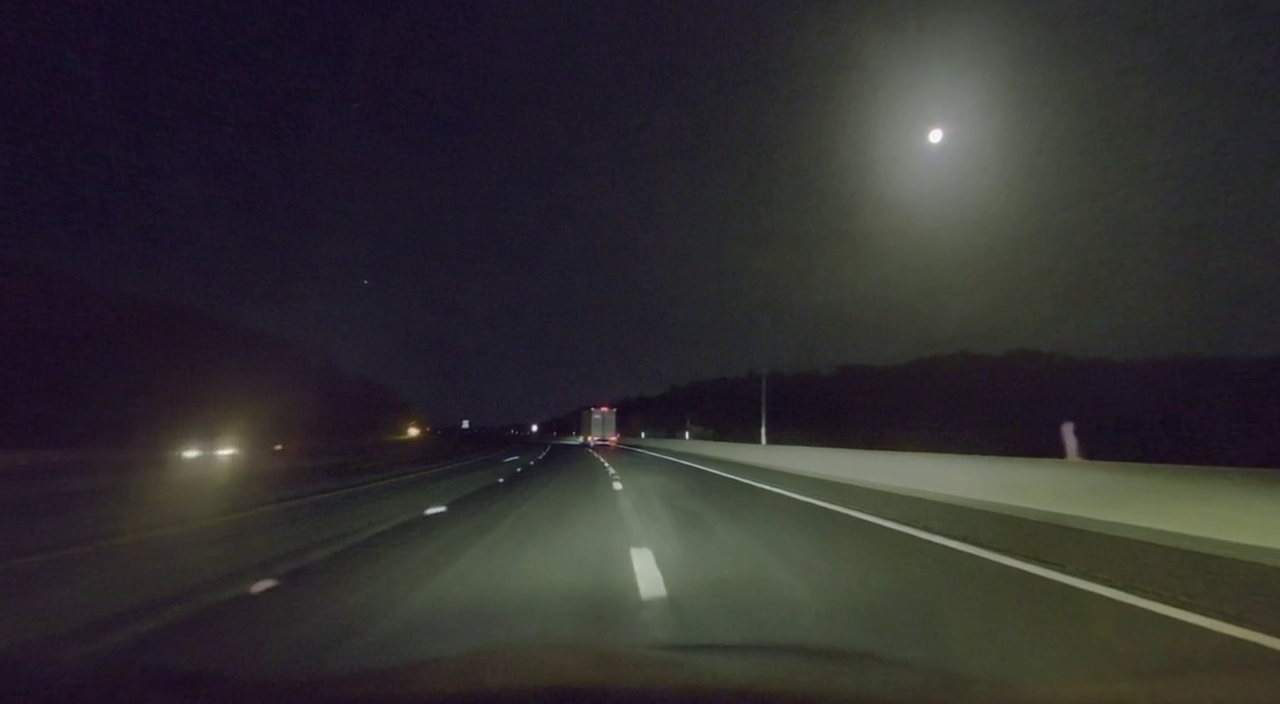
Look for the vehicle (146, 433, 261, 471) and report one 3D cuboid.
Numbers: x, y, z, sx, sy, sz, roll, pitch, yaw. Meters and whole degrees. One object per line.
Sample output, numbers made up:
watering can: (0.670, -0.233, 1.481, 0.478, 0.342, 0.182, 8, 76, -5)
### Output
vehicle: (-18.483, 4.241, 26.936, 2.073, 1.459, 4.333, 0, -8, -5)
